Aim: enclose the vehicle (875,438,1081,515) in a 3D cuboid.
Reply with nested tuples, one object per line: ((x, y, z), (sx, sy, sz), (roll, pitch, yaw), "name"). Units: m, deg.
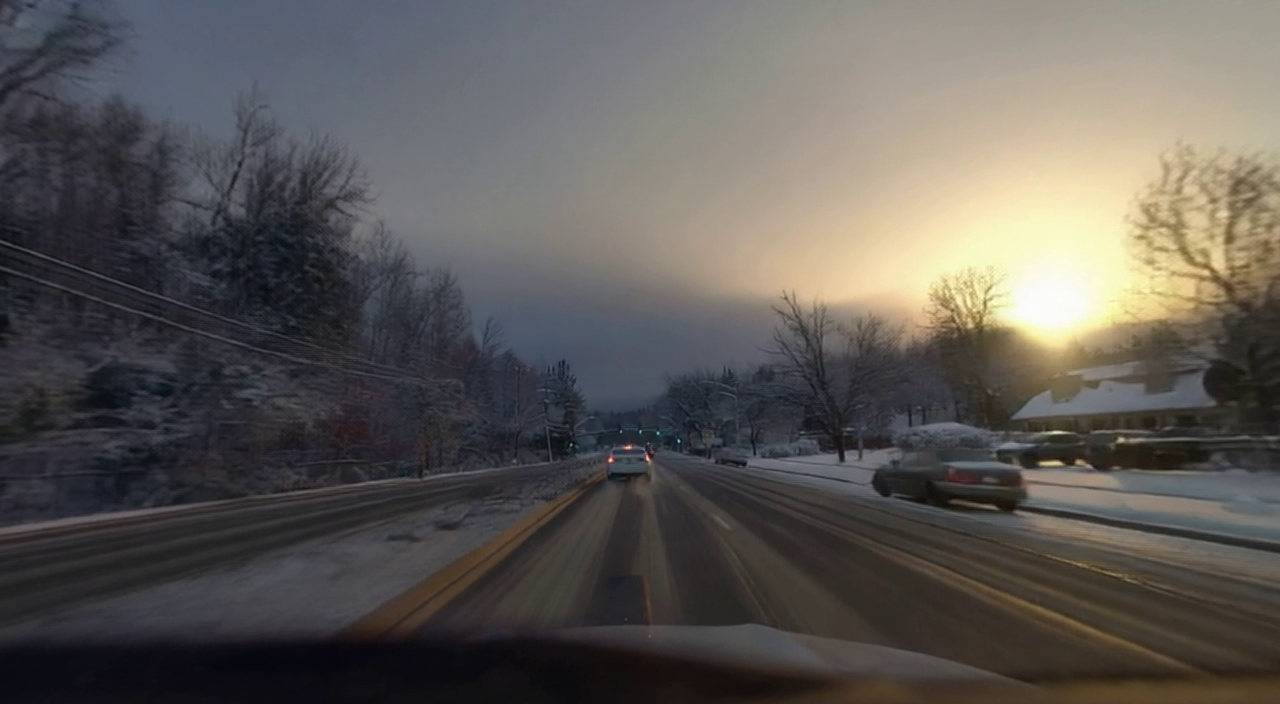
((7.558, 2.814, 14.846), (2.131, 1.474, 4.752), (0, -9, -1), "vehicle")

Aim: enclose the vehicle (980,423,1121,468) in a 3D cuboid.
((17.652, 4.008, 27.183), (5.100, 1.770, 2.269), (2, -9, -18), "vehicle")

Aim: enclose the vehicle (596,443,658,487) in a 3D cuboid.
((-0.467, 4.188, 23.640), (2.099, 1.470, 4.302), (0, -9, 0), "vehicle")
